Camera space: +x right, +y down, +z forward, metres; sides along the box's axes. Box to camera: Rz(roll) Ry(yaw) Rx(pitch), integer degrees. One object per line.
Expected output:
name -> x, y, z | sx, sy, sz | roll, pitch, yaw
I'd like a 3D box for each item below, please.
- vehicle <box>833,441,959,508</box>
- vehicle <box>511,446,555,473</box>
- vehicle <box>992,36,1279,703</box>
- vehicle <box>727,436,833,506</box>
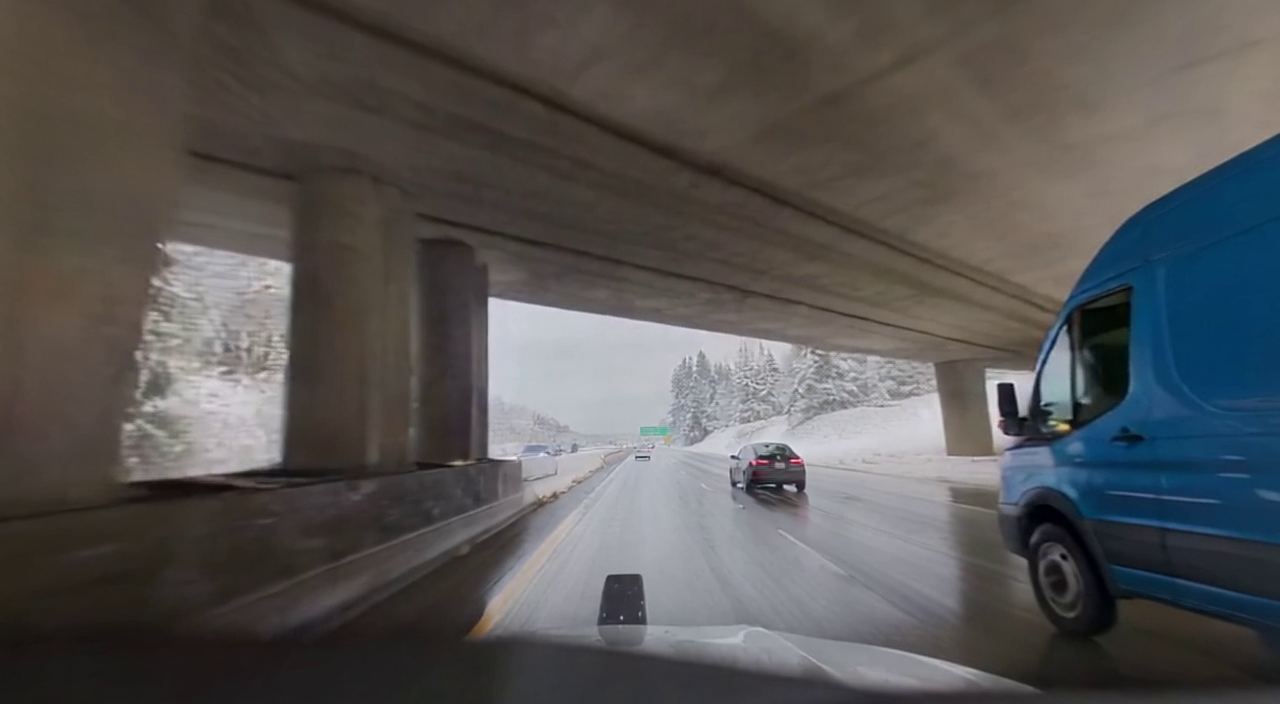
vehicle -> 7.590, 3.646, 19.249 | 2.001, 1.791, 4.161 | 0, -9, -1
vehicle -> -7.226, 7.299, 42.909 | 2.136, 1.714, 4.507 | 0, -9, 1
vehicle -> 3.968, 0.017, 1.163 | 2.460, 3.155, 6.902 | 0, -9, -1
vehicle -> 3.822, 3.331, 18.063 | 2.009, 1.731, 4.149 | 0, -9, -1
